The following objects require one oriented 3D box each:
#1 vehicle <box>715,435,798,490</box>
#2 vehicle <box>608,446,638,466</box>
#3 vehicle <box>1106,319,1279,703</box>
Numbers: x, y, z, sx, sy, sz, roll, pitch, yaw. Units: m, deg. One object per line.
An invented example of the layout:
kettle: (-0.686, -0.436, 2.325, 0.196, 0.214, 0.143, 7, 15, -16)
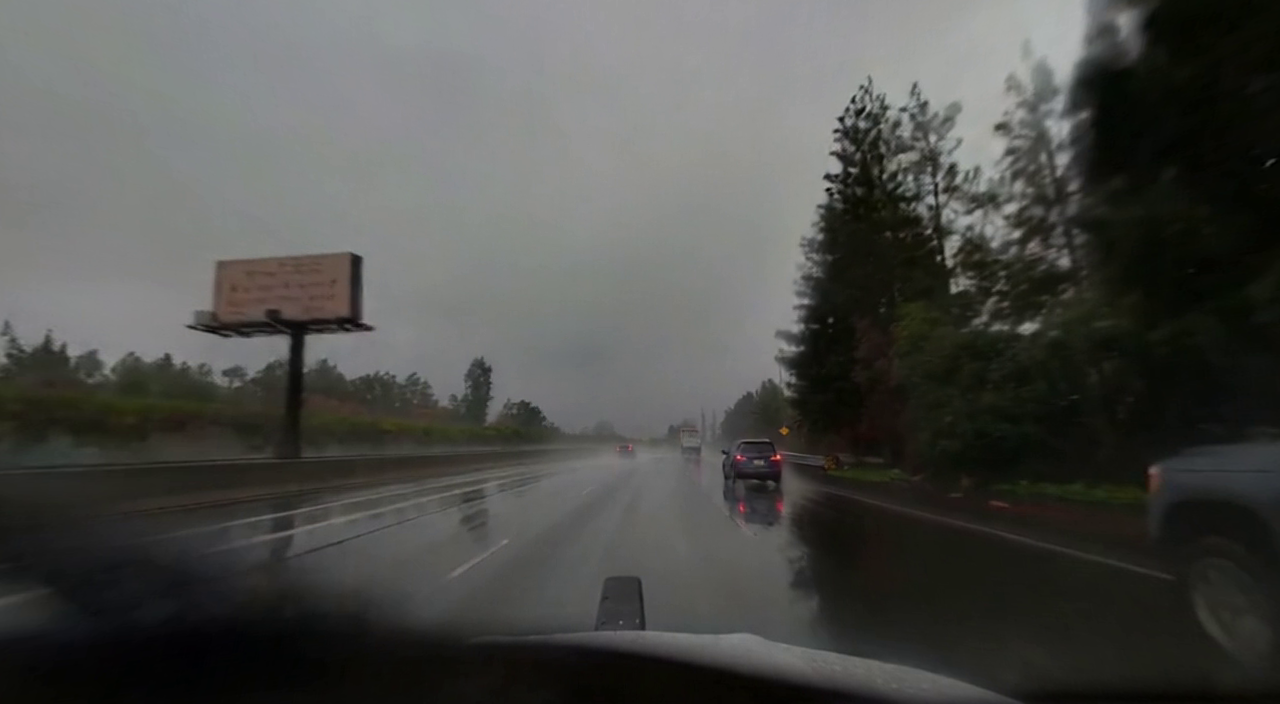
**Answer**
vehicle: (3.946, 3.841, 22.240, 2.075, 1.743, 4.410, 0, -9, 0)
vehicle: (-1.237, 8.002, 48.557, 1.972, 1.444, 4.191, -1, -9, 3)
vehicle: (4.145, 0.614, 1.891, 2.165, 1.881, 4.274, 0, -9, 0)
